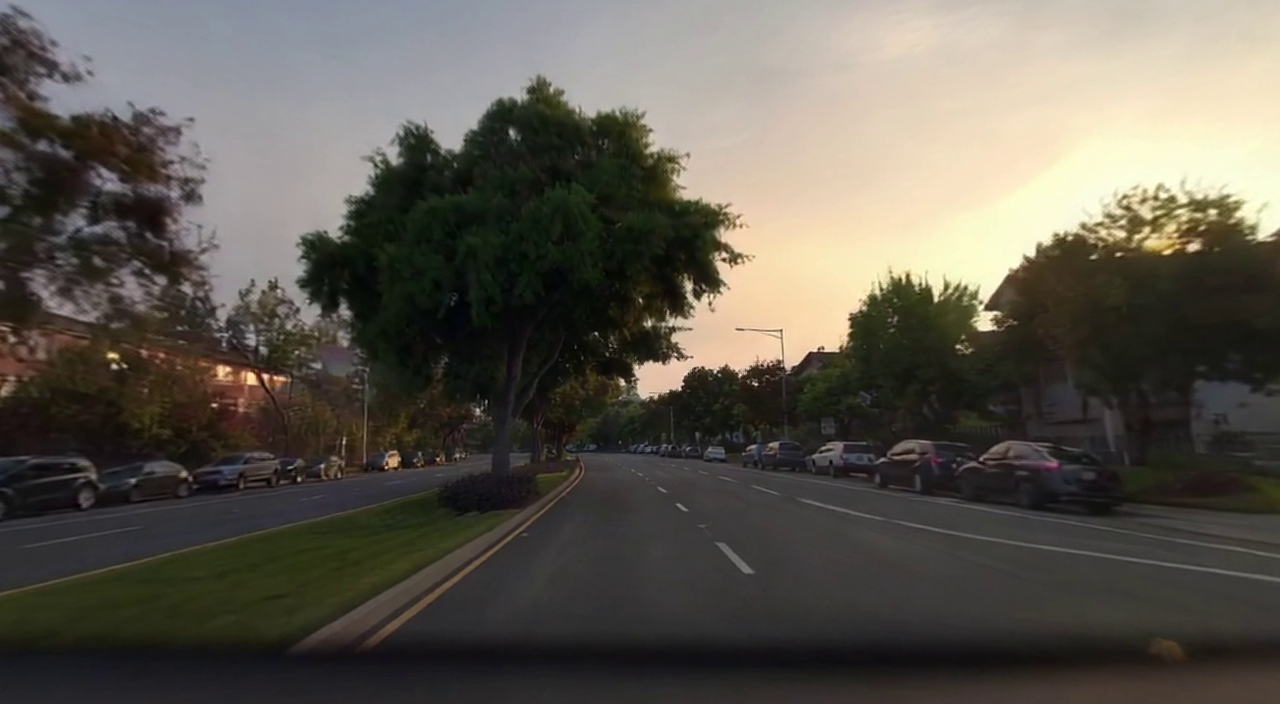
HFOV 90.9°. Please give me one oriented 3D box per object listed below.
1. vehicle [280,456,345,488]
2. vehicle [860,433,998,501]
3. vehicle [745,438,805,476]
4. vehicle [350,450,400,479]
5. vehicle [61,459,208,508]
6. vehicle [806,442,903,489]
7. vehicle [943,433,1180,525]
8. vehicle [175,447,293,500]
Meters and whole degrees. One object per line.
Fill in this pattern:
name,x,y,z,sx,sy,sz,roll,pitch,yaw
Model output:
vehicle,-19.026,6.940,36.827,1.778,1.433,4.305,-1,-6,-4
vehicle,9.203,3.707,20.638,1.991,1.905,4.733,1,-9,-4
vehicle,8.042,6.323,38.060,1.970,2.104,5.290,1,-9,-6
vehicle,-19.793,8.392,47.334,2.000,1.751,5.001,-1,-6,-5
vehicle,-18.106,4.693,22.896,1.782,1.462,4.438,-1,-8,-2
vehicle,8.782,4.718,26.390,1.904,1.741,5.106,1,-9,-5
vehicle,9.384,2.856,14.735,2.039,1.752,4.876,1,-9,-2
vehicle,-18.496,5.488,29.156,2.111,1.908,5.586,-1,-6,-4
